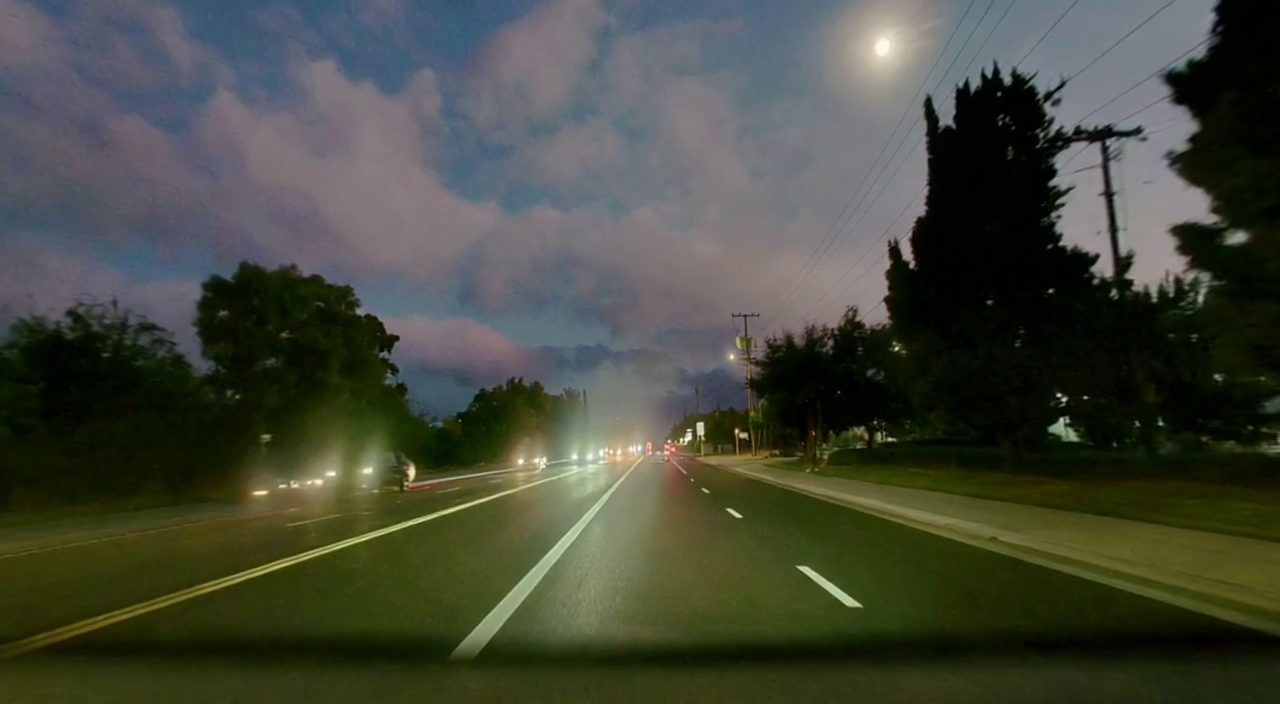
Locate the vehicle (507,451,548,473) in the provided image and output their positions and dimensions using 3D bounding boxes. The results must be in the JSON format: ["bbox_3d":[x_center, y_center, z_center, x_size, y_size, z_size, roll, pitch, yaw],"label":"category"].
[{"bbox_3d":[-8.175,8.011,46.259,2.058,1.495,4.448,-1,-9,2],"label":"vehicle"}]

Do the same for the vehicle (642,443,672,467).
[{"bbox_3d":[1.294,7.824,48.202,2.163,1.746,4.073,-1,-8,1],"label":"vehicle"}]

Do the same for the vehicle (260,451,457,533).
[{"bbox_3d":[-5.876,2.948,13.997,2.138,1.446,4.614,-1,-9,2],"label":"vehicle"}]
